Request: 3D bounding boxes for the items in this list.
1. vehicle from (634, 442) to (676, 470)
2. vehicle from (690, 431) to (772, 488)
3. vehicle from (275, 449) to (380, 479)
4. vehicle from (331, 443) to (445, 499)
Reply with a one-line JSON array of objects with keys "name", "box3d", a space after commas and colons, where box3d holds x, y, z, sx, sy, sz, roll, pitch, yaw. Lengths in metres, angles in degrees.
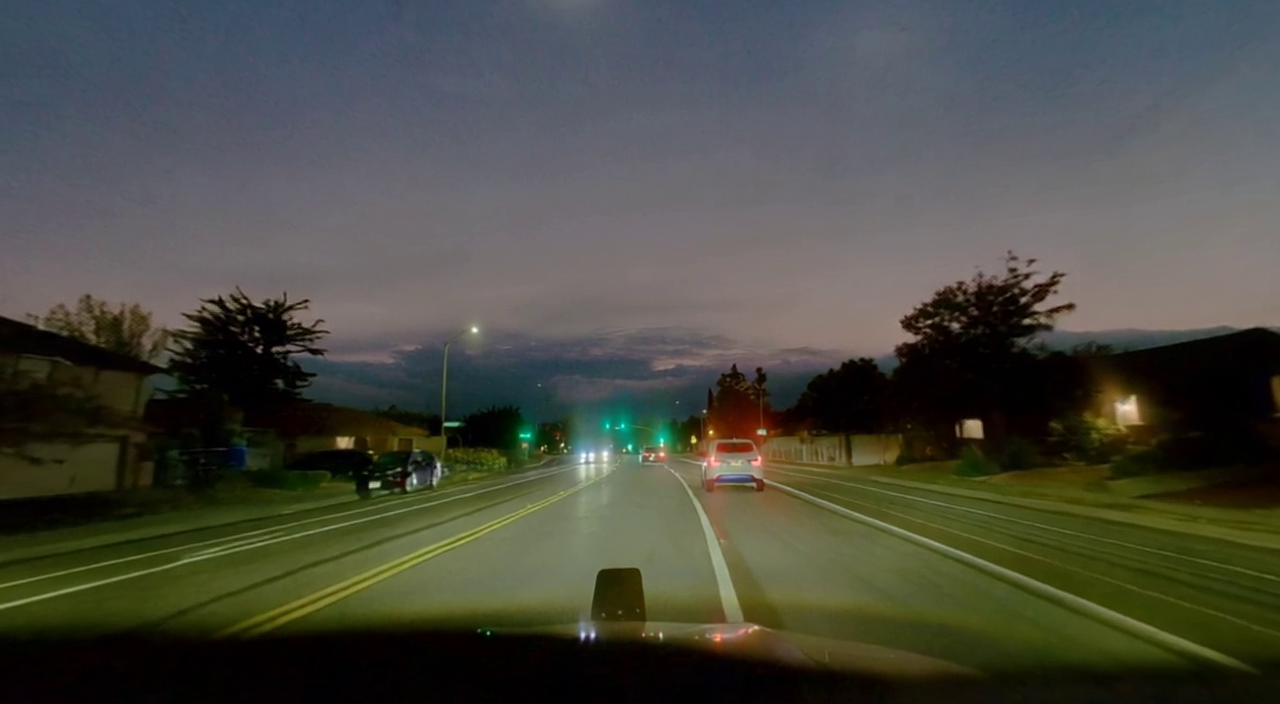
[{"name": "vehicle", "box3d": [0.772, 5.816, 35.408, 2.196, 1.449, 4.006, 0, -9, -1]}, {"name": "vehicle", "box3d": [3.017, 3.686, 22.006, 2.200, 1.763, 4.676, 0, -9, 1]}, {"name": "vehicle", "box3d": [-16.391, 5.880, 33.279, 4.514, 1.523, 1.860, 0, -9, 2]}, {"name": "vehicle", "box3d": [-9.023, 4.258, 23.091, 2.188, 1.813, 4.478, 0, -9, 2]}]
